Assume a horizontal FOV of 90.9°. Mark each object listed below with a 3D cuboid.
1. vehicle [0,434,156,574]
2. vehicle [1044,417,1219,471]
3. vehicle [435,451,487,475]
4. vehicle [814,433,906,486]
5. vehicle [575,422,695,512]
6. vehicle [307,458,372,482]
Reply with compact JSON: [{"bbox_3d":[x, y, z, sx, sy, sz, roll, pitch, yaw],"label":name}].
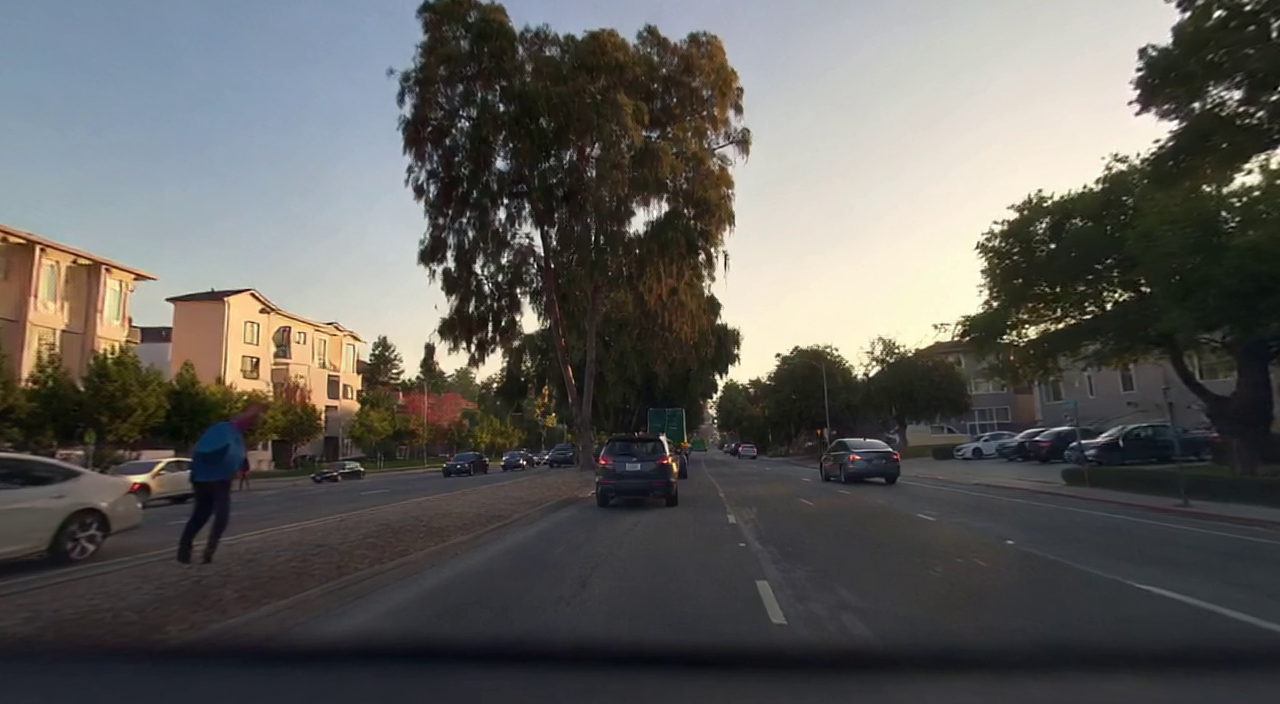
[{"bbox_3d":[-7.859,1.633,6.450,1.854,1.486,4.743,-4,-9,4],"label":"vehicle"},{"bbox_3d":[19.051,3.604,24.649,4.783,1.724,2.297,-4,-9,2],"label":"vehicle"},{"bbox_3d":[-11.605,7.216,41.108,1.806,1.417,4.405,-1,-8,5],"label":"vehicle"},{"bbox_3d":[7.844,3.859,22.902,1.971,1.722,4.341,-1,-8,3],"label":"vehicle"},{"bbox_3d":[0.078,2.679,15.127,2.332,1.798,4.546,-1,-8,6],"label":"vehicle"},{"bbox_3d":[-20.709,8.117,43.625,1.824,1.476,4.499,-1,-9,8],"label":"vehicle"}]
